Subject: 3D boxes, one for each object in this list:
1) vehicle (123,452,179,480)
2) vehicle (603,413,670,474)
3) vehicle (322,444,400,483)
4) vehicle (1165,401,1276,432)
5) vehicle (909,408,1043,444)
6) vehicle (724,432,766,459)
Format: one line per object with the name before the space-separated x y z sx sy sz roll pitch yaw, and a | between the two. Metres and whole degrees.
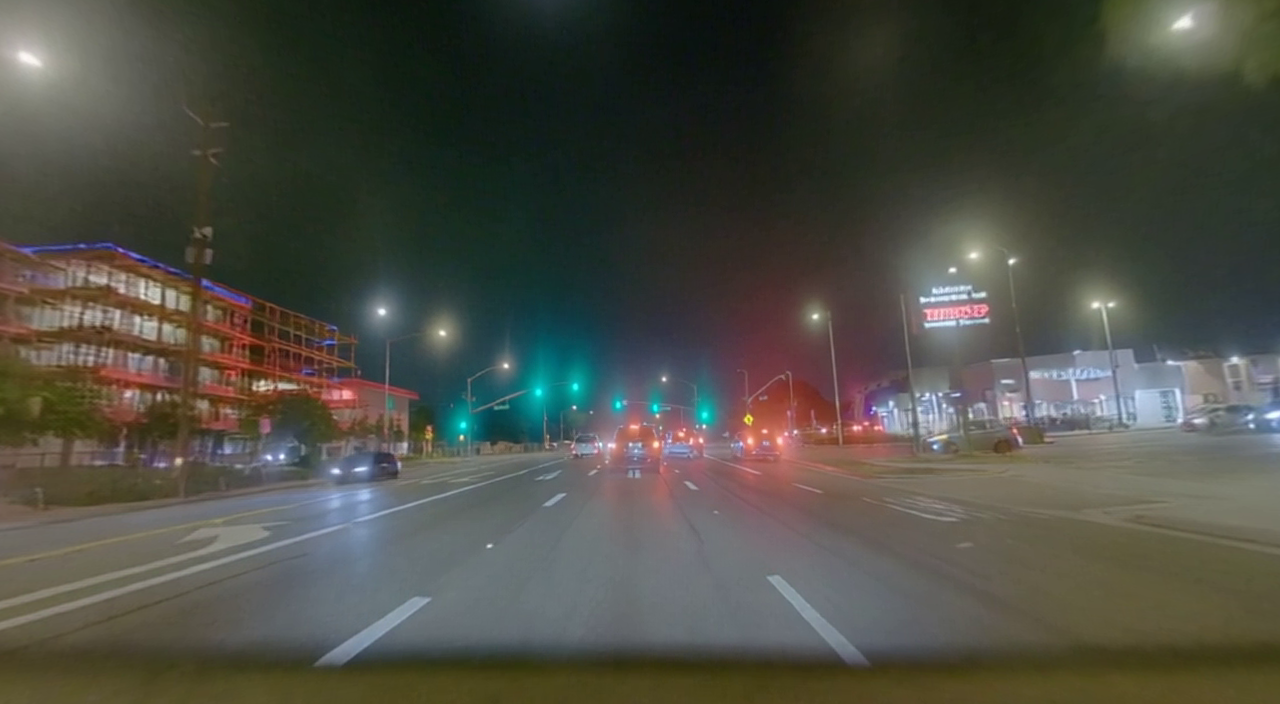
vehicle | -33.236 7.678 42.743 4.692 1.720 1.941 -7 -11 40
vehicle | -0.183 3.649 24.983 2.350 2.122 5.801 0 -8 -1
vehicle | -12.839 5.112 29.213 1.887 1.536 4.088 -4 -8 -2
vehicle | 31.008 3.506 33.829 1.810 1.448 4.550 -1 -8 4
vehicle | 14.957 3.371 28.139 4.986 1.467 2.025 -6 -10 34
vehicle | 6.327 5.592 37.616 2.145 1.503 4.267 -2 -9 13
